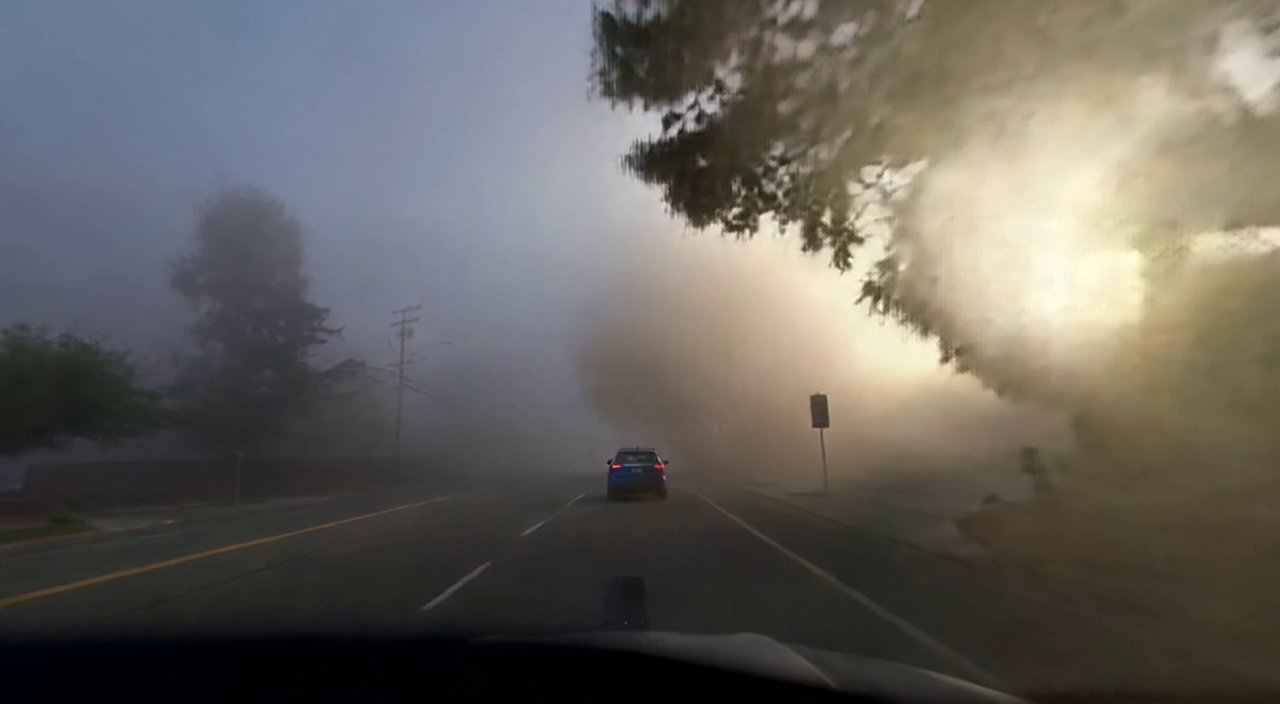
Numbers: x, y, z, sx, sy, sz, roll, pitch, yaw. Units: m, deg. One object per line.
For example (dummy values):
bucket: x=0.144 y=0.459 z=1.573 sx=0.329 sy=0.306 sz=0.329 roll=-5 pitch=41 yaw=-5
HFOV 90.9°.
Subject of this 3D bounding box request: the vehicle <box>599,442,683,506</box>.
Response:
vehicle: x=0.011 y=3.499 z=18.611 sx=2.200 sy=1.653 sz=4.127 roll=0 pitch=-8 yaw=0
